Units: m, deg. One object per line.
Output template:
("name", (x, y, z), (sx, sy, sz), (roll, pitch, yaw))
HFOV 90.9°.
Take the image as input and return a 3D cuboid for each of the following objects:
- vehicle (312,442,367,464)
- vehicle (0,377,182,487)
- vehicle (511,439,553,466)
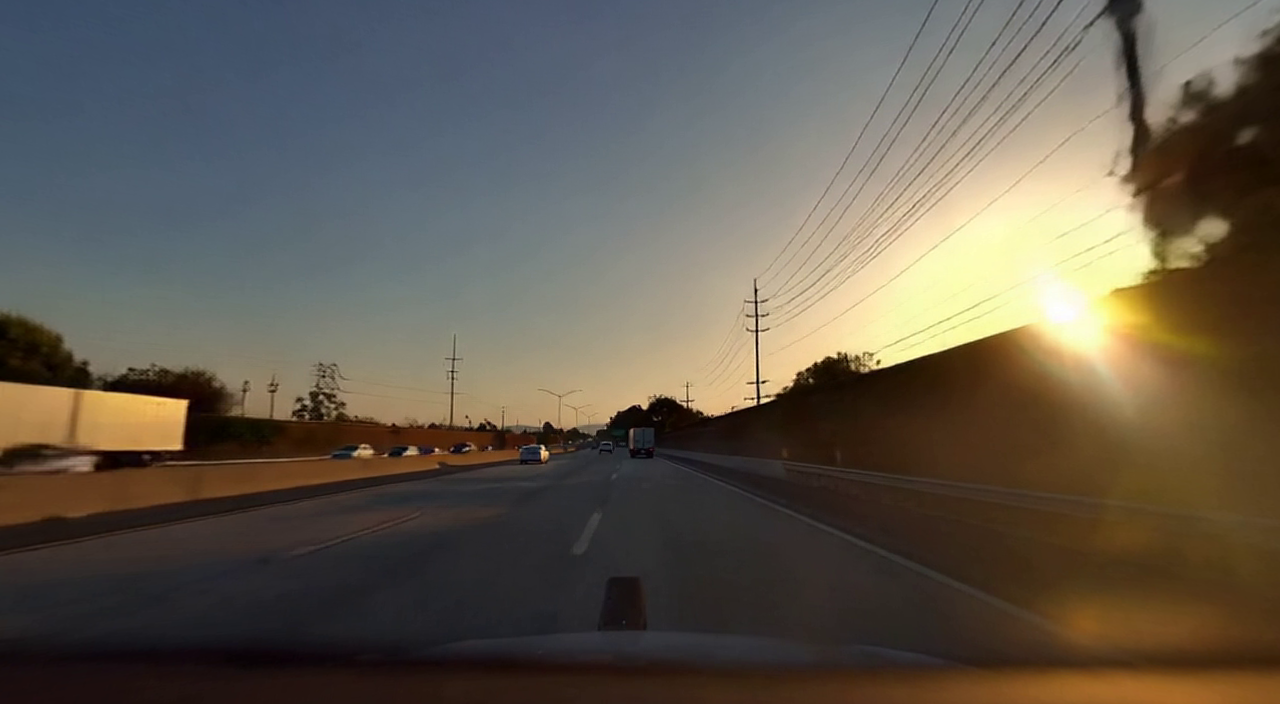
("vehicle", (-21.975, 7.396, 46.308), (1.824, 1.544, 4.480), (0, -8, -1))
("vehicle", (-25.876, 3.214, 25.141), (2.933, 4.161, 16.812), (0, -8, -1))
("vehicle", (-7.081, 6.623, 41.831), (2.064, 1.642, 4.389), (0, -8, 0))
